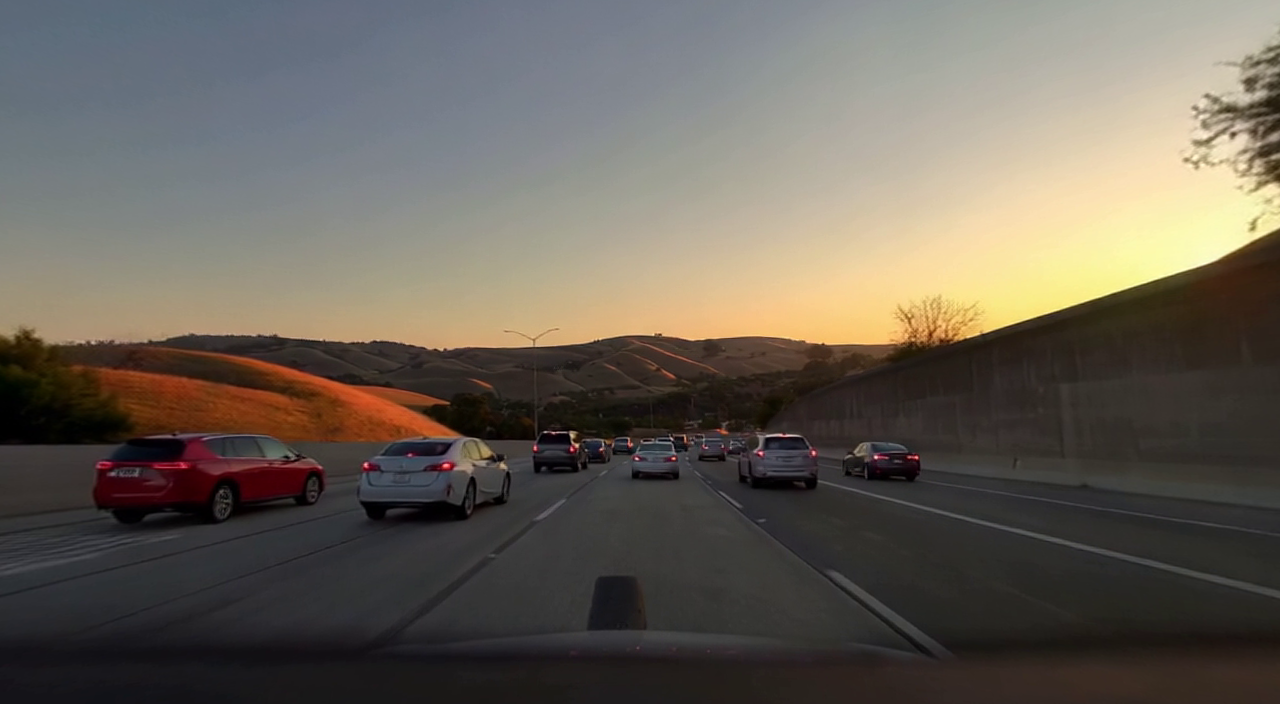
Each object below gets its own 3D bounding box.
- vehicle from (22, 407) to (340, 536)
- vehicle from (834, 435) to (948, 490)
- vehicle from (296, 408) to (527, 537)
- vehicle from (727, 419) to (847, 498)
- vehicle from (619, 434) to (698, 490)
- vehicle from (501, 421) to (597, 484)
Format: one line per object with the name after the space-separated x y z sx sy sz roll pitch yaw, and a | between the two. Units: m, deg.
-7.670 2.034 11.391 2.017 1.810 4.782 0 -8 2 | vehicle
7.475 3.317 19.277 1.846 1.469 4.166 0 -8 1 | vehicle
-3.470 1.933 10.722 2.179 1.723 4.410 0 -8 1 | vehicle
3.642 2.730 16.569 2.046 1.765 4.534 0 -8 0 | vehicle
0.539 3.239 18.992 2.105 1.471 4.349 0 -8 2 | vehicle
-2.986 3.479 22.120 2.301 1.902 5.374 -1 -8 3 | vehicle
